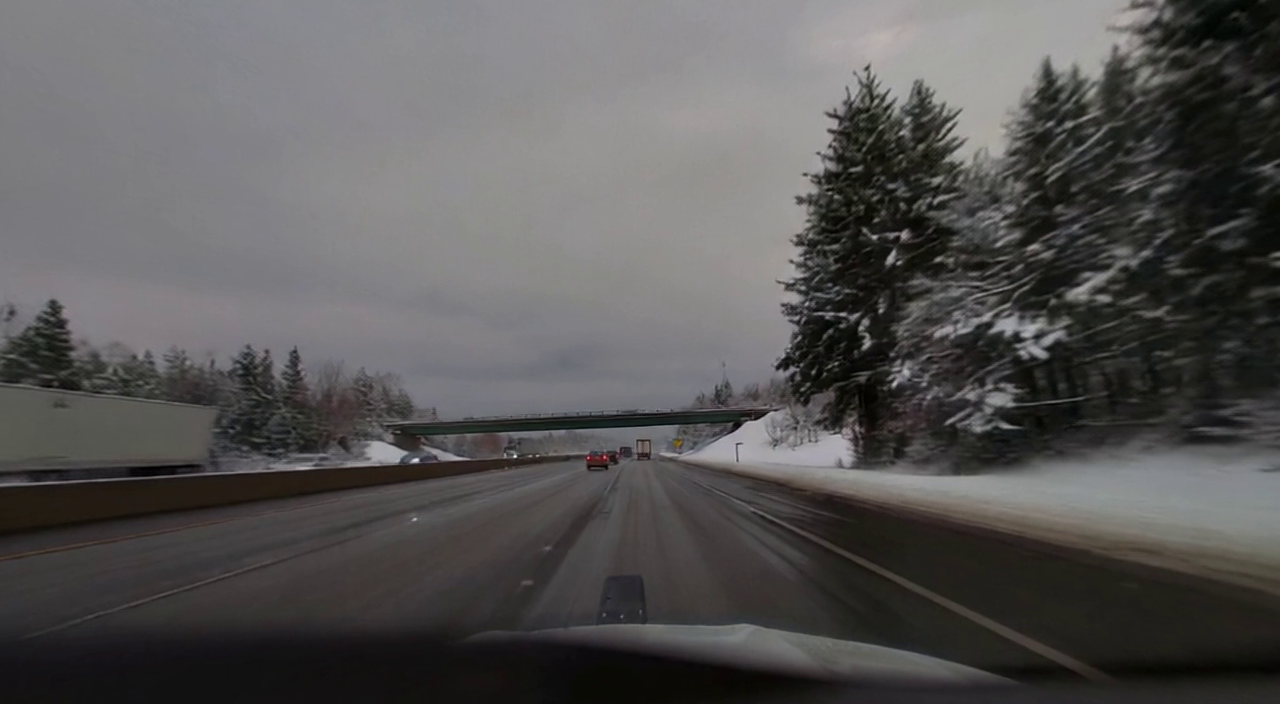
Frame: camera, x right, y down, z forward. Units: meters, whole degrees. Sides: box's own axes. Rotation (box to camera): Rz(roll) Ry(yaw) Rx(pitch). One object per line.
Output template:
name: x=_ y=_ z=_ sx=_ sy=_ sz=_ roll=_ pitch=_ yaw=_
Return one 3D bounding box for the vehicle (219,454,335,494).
vehicle: x=-14.750 y=4.962 z=25.967 sx=2.128 sy=1.471 sz=4.471 roll=0 pitch=-9 yaw=0

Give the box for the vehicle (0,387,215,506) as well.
vehicle: x=-22.316 y=3.375 z=22.437 sx=2.908 sy=3.830 sz=16.795 roll=0 pitch=-9 yaw=-1

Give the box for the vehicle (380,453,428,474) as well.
vehicle: x=-18.074 y=8.561 z=48.601 sx=1.826 sy=1.491 sz=4.766 roll=0 pitch=-9 yaw=0
